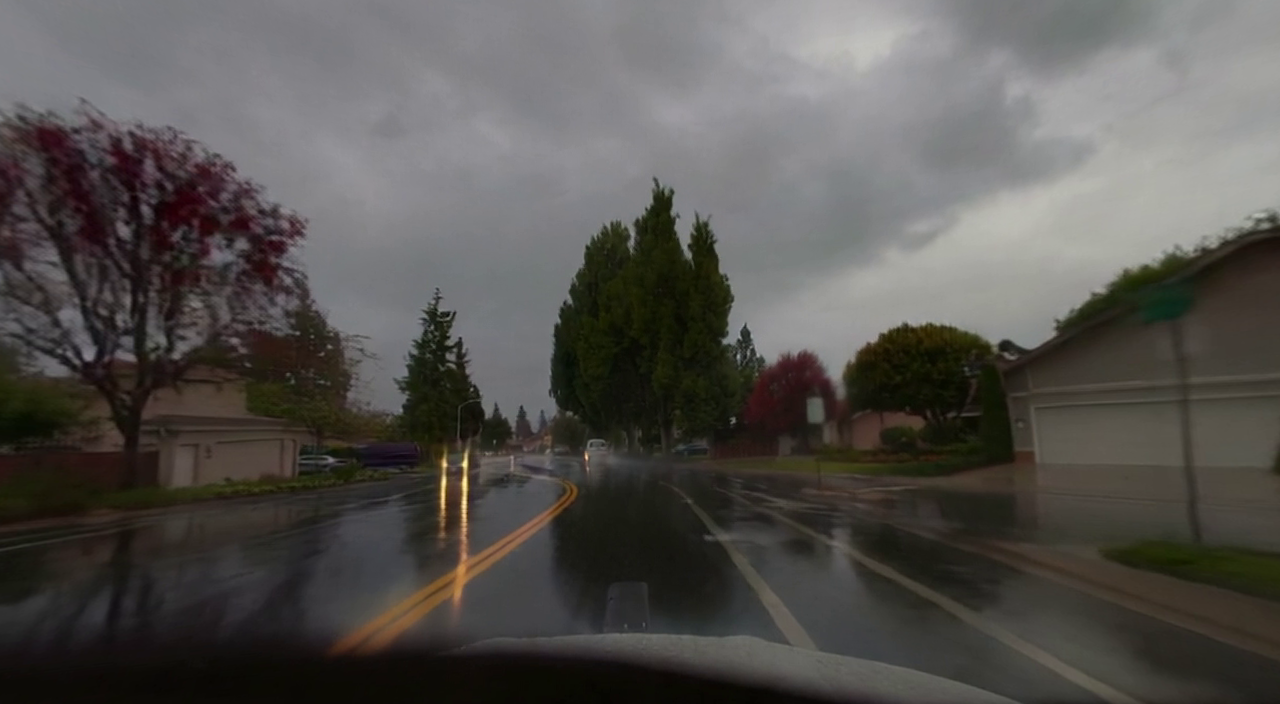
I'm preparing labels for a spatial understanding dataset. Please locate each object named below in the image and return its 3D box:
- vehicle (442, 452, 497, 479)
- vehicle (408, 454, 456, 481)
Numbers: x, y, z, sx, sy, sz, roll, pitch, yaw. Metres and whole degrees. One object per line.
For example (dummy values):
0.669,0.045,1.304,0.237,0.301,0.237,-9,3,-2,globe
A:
-10.509,6.987,39.149,1.979,1.503,4.678,-1,-8,2,vehicle
-14.109,7.835,43.077,1.881,1.655,4.177,0,-8,-1,vehicle
